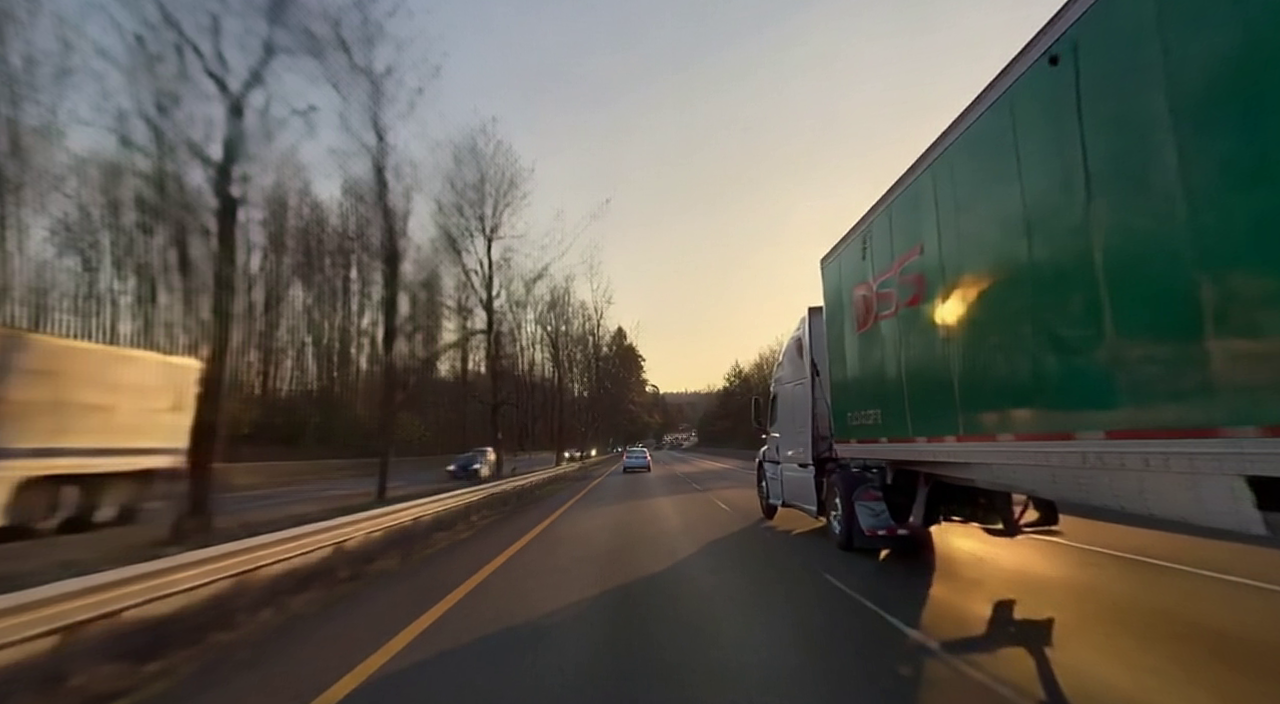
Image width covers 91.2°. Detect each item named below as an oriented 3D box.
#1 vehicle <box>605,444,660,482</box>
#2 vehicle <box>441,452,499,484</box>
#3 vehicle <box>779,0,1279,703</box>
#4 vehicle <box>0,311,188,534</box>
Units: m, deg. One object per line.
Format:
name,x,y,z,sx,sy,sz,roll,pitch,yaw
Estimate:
vehicle,-0.322,4.850,27.547,2.244,1.506,4.097,0,-9,-1
vehicle,-8.381,5.733,31.258,1.811,1.474,3.931,-1,-9,0
vehicle,4.464,-0.056,4.884,3.317,4.020,14.141,0,-9,-1
vehicle,-13.245,0.951,9.306,2.948,4.058,13.770,-1,-9,-1
